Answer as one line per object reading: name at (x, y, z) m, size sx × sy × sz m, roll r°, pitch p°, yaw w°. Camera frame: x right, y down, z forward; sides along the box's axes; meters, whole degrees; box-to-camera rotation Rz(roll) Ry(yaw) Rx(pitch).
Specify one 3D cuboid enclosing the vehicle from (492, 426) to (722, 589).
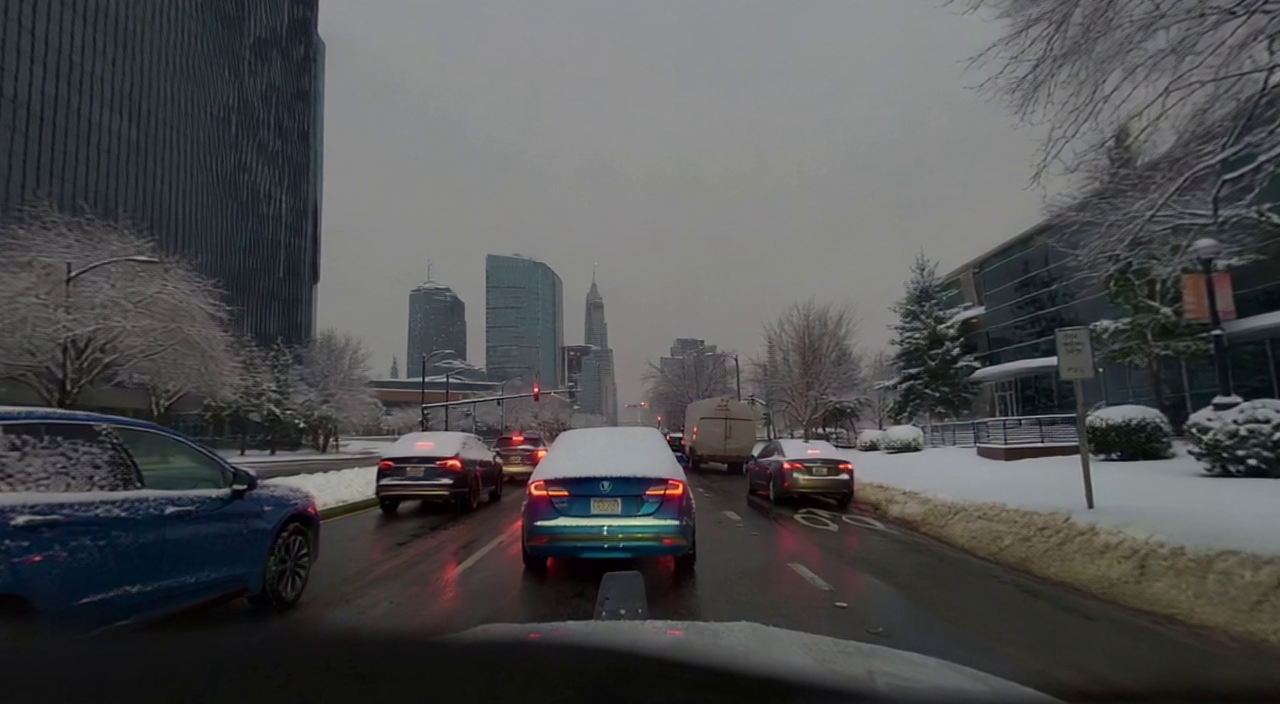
vehicle at (-0.252, 1.797, 8.190) m, size 2.174 × 1.509 × 4.374 m, roll 0°, pitch -9°, yaw 2°

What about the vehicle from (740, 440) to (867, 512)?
vehicle at (3.847, 2.982, 15.653) m, size 1.940 × 1.514 × 4.187 m, roll 0°, pitch -9°, yaw -1°

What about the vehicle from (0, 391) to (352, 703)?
vehicle at (-3.555, 1.073, 3.534) m, size 1.933 × 1.520 × 4.195 m, roll 0°, pitch -9°, yaw -1°

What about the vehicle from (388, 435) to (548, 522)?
vehicle at (-3.336, 2.544, 13.262) m, size 2.044 × 1.508 × 4.479 m, roll 0°, pitch -9°, yaw 1°
